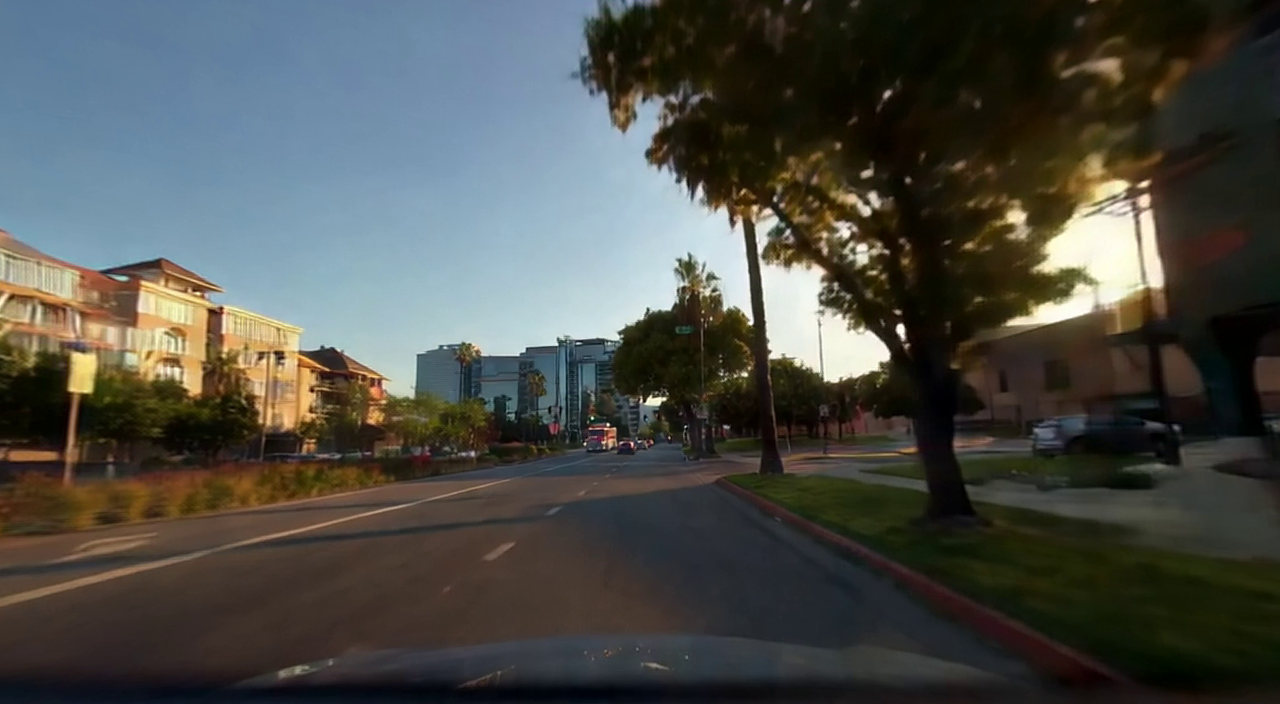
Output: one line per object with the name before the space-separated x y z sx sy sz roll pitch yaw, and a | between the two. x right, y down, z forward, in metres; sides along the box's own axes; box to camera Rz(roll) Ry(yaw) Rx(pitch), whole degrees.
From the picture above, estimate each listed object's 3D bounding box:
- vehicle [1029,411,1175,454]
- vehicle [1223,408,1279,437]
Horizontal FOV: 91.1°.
vehicle | 16.391 2.868 22.386 3.945 1.463 1.684 0 -8 -5
vehicle | 36.785 4.143 36.480 1.794 1.535 4.466 -1 -8 6
